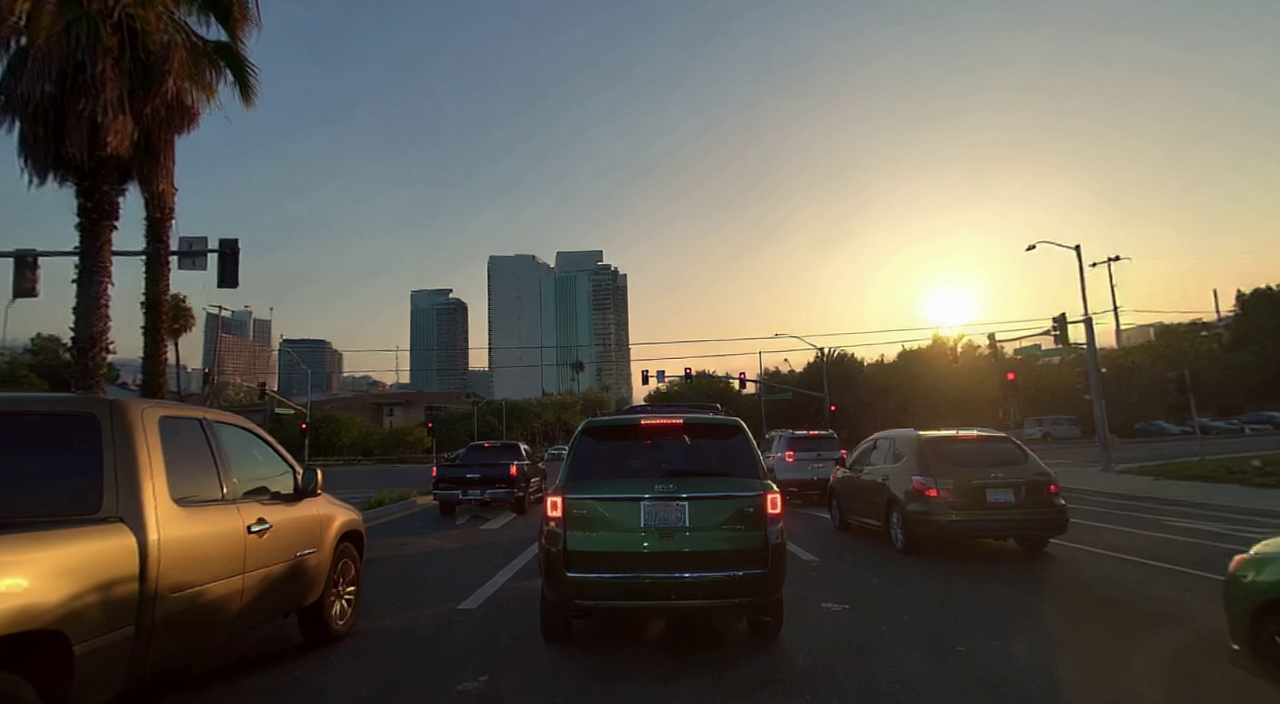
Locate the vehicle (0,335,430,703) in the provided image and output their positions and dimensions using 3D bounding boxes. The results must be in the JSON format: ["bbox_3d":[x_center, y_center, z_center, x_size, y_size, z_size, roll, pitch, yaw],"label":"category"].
[{"bbox_3d":[-3.156,1.085,3.891,2.171,1.702,4.416,0,-9,0],"label":"vehicle"}]

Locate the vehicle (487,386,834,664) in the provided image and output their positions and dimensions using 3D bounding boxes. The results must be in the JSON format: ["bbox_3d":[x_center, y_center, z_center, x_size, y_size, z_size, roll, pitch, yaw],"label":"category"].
[{"bbox_3d":[0.154,1.371,6.013,2.123,1.704,4.128,0,-9,1],"label":"vehicle"}]

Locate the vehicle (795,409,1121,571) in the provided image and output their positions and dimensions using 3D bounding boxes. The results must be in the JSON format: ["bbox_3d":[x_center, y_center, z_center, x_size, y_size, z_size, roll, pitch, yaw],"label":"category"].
[{"bbox_3d":[4.011,1.848,9.290,2.072,1.704,5.170,0,-9,-1],"label":"vehicle"}]

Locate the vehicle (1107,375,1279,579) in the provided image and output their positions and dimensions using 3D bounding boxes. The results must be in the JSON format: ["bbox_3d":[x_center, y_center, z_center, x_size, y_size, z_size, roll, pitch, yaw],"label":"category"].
[{"bbox_3d":[7.273,1.082,5.259,2.337,1.925,5.728,0,-9,1],"label":"vehicle"}]
